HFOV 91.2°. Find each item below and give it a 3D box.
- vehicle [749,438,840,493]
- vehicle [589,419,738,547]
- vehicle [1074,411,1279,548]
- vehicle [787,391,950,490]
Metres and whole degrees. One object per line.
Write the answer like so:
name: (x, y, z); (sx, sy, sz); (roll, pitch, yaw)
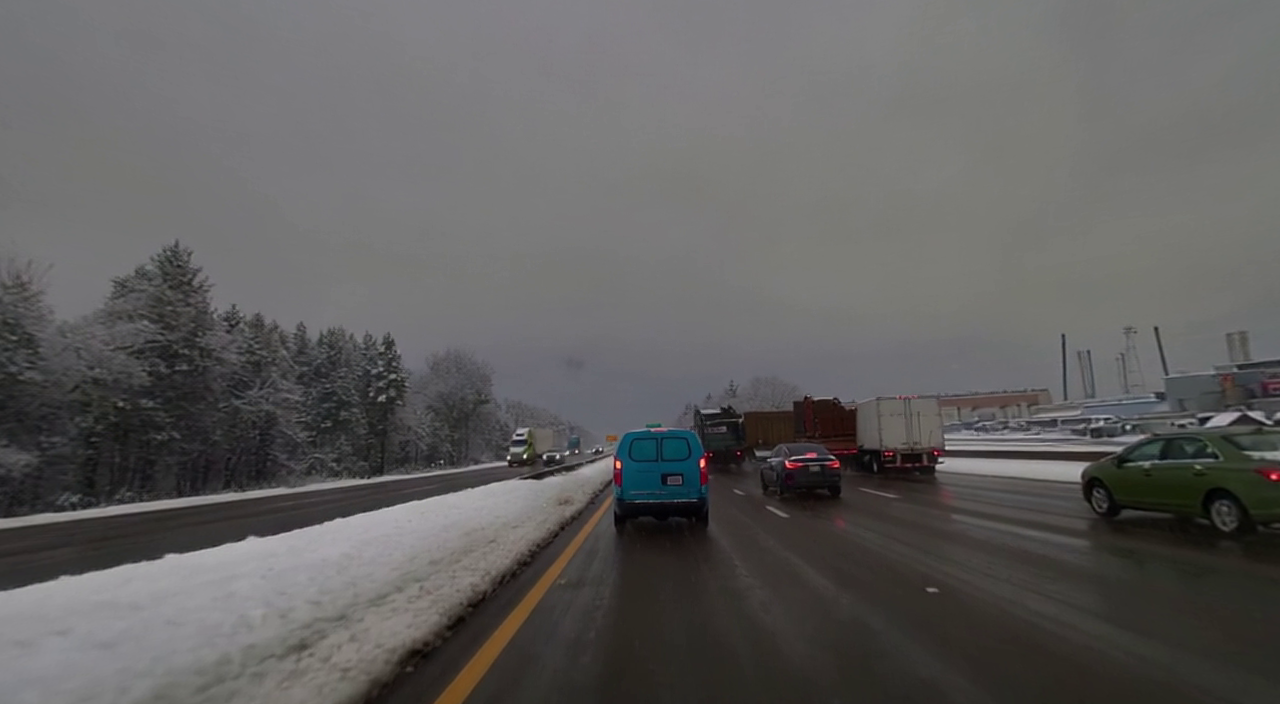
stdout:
vehicle: (4.640, 3.459, 19.375); (1.859, 1.512, 3.711); (0, -9, 0)
vehicle: (0.312, 1.995, 10.073); (1.965, 1.664, 3.428); (0, -9, 0)
vehicle: (8.798, 1.768, 9.048); (1.913, 1.652, 4.384); (-1, -9, 1)
vehicle: (8.727, 3.701, 25.888); (2.799, 3.188, 10.578); (0, -9, 0)
